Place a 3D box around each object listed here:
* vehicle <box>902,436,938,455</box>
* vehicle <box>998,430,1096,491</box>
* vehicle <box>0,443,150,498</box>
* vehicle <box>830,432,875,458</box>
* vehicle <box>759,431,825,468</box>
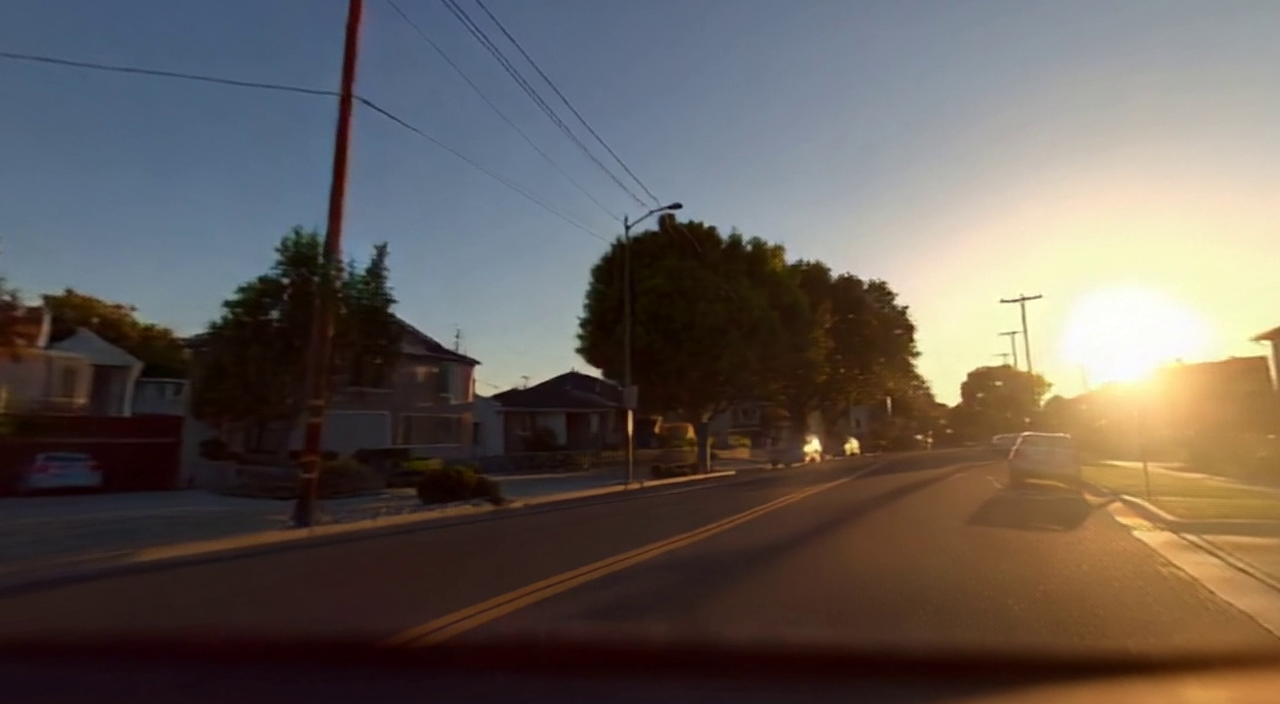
[{"bbox_3d":[21.990,7.330,49.416,2.079,1.441,4.541,-5,-10,29],"label":"vehicle"},{"bbox_3d":[11.552,3.068,18.204,2.014,1.482,4.599,-5,-10,29],"label":"vehicle"},{"bbox_3d":[-18.501,3.751,20.366,1.650,1.532,3.784,-6,-9,34],"label":"vehicle"},{"bbox_3d":[15.707,6.867,46.466,2.120,1.799,5.370,-6,-10,28],"label":"vehicle"},{"bbox_3d":[7.915,5.004,32.471,2.027,1.695,4.437,-8,-11,28],"label":"vehicle"}]
